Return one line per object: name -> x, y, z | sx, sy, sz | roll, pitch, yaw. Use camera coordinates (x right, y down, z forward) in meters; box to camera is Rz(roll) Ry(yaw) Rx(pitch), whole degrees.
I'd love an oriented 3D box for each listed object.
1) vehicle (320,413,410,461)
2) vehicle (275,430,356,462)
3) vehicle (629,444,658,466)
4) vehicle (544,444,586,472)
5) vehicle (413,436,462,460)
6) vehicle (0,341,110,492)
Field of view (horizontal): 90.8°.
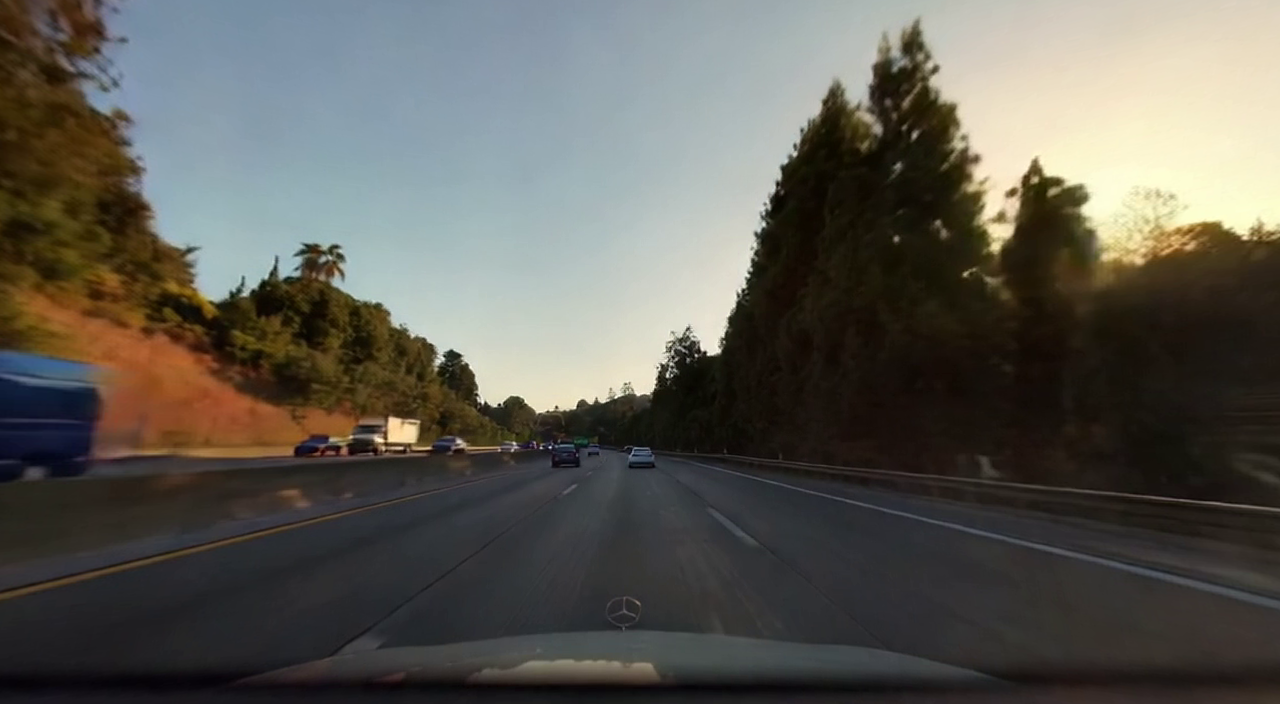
vehicle -> -17.586, 5.569, 40.884 | 2.719, 2.778, 7.156 | 0, -9, -1
vehicle -> -17.331, 5.052, 33.974 | 2.017, 1.604, 4.530 | 0, -9, -1
vehicle -> 0.202, 7.626, 46.832 | 2.008, 1.499, 3.192 | 0, -9, -2
vehicle -> -4.395, 6.252, 37.487 | 2.054, 1.500, 4.469 | 0, -9, -1
vehicle -> -13.317, 6.380, 41.778 | 1.967, 1.497, 3.979 | 0, -9, -1
vehicle -> -12.984, 1.008, 10.415 | 2.316, 2.749, 7.020 | 0, -9, 0
